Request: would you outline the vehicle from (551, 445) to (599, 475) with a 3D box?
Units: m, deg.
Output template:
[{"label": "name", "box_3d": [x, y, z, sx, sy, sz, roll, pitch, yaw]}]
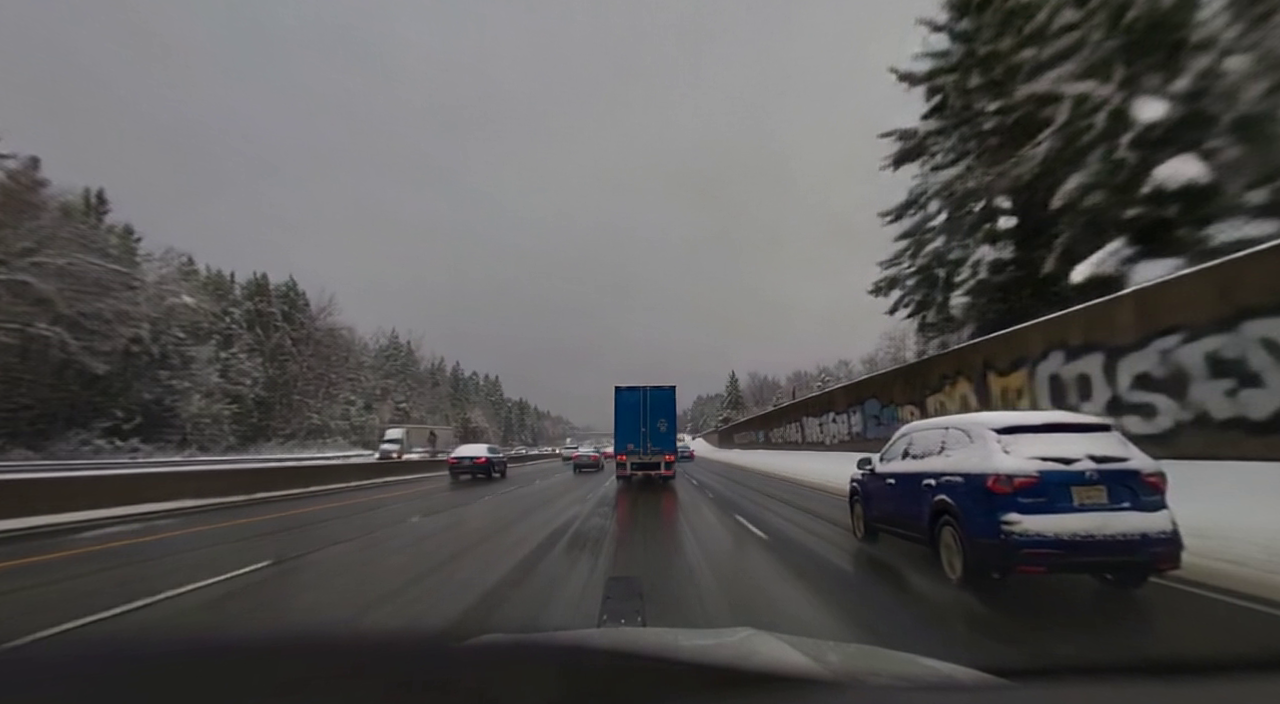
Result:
[{"label": "vehicle", "box_3d": [-3.377, 5.731, 33.637, 2.020, 1.505, 4.171, 0, -9, 1]}]

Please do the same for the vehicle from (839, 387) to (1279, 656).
[{"label": "vehicle", "box_3d": [3.816, 1.411, 6.263, 2.205, 1.689, 4.403, 0, -9, 0]}]

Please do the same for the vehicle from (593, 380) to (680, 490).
[{"label": "vehicle", "box_3d": [-0.082, 3.539, 26.082, 2.915, 3.661, 9.741, 0, -9, 0]}]

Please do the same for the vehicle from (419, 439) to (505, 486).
[{"label": "vehicle", "box_3d": [-6.660, 4.188, 24.102, 2.005, 1.607, 4.042, 0, -9, 1]}]
